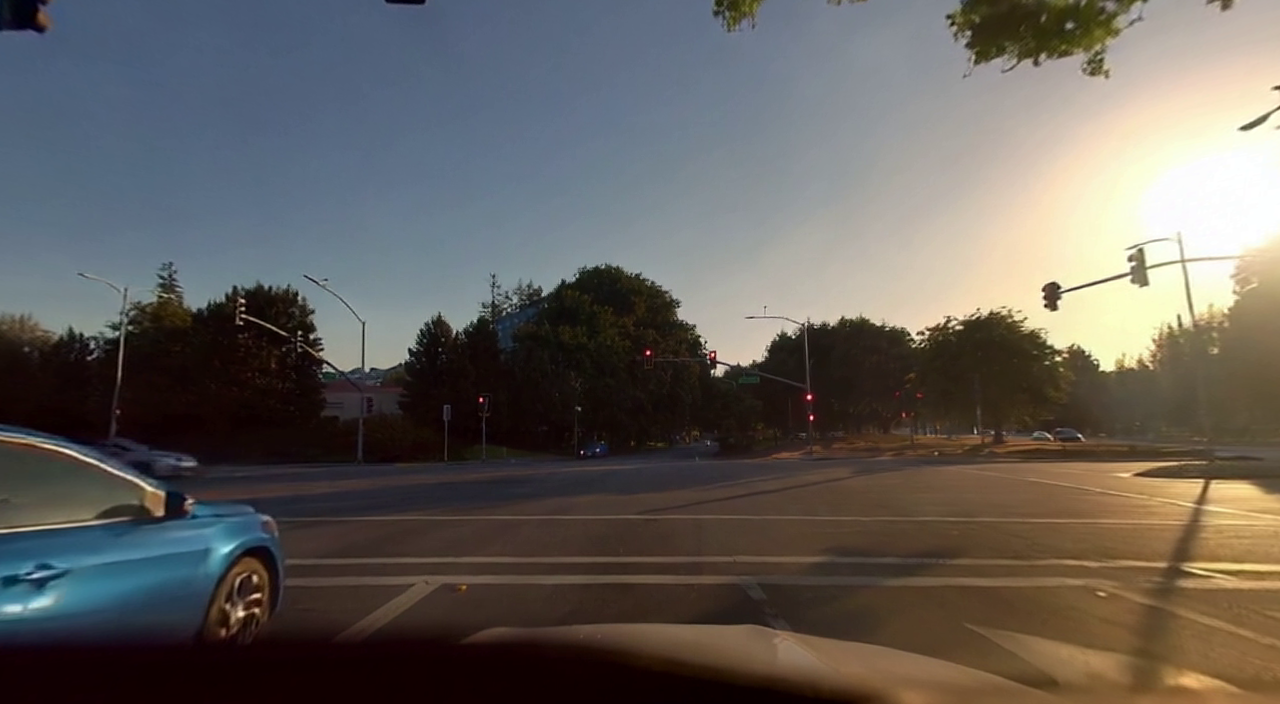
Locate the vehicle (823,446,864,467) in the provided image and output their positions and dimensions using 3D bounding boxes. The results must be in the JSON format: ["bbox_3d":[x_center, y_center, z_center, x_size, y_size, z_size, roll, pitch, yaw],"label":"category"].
[{"bbox_3d":[15.475,7.948,48.061,1.714,1.458,4.206,0,-8,0],"label":"vehicle"}]

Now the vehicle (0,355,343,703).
[{"bbox_3d":[-3.052,0.819,2.076,2.055,1.573,4.065,0,-8,2],"label":"vehicle"}]

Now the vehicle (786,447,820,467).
[{"bbox_3d":[12.460,8.078,48.499,1.647,1.386,3.725,-1,-8,1],"label":"vehicle"}]

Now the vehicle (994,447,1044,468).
[{"bbox_3d":[28.377,7.895,47.347,1.662,1.440,3.583,-1,-8,3],"label":"vehicle"}]

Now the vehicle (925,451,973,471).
[{"bbox_3d":[22.954,8.111,46.978,1.633,1.324,3.449,0,-8,-3],"label":"vehicle"}]

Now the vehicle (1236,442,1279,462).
[{"bbox_3d":[46.816,7.409,46.843,1.574,1.369,3.611,-1,-8,5],"label":"vehicle"}]

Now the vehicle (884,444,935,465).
[{"bbox_3d":[20.478,7.805,48.118,1.815,1.515,4.552,0,-8,-1],"label":"vehicle"}]
